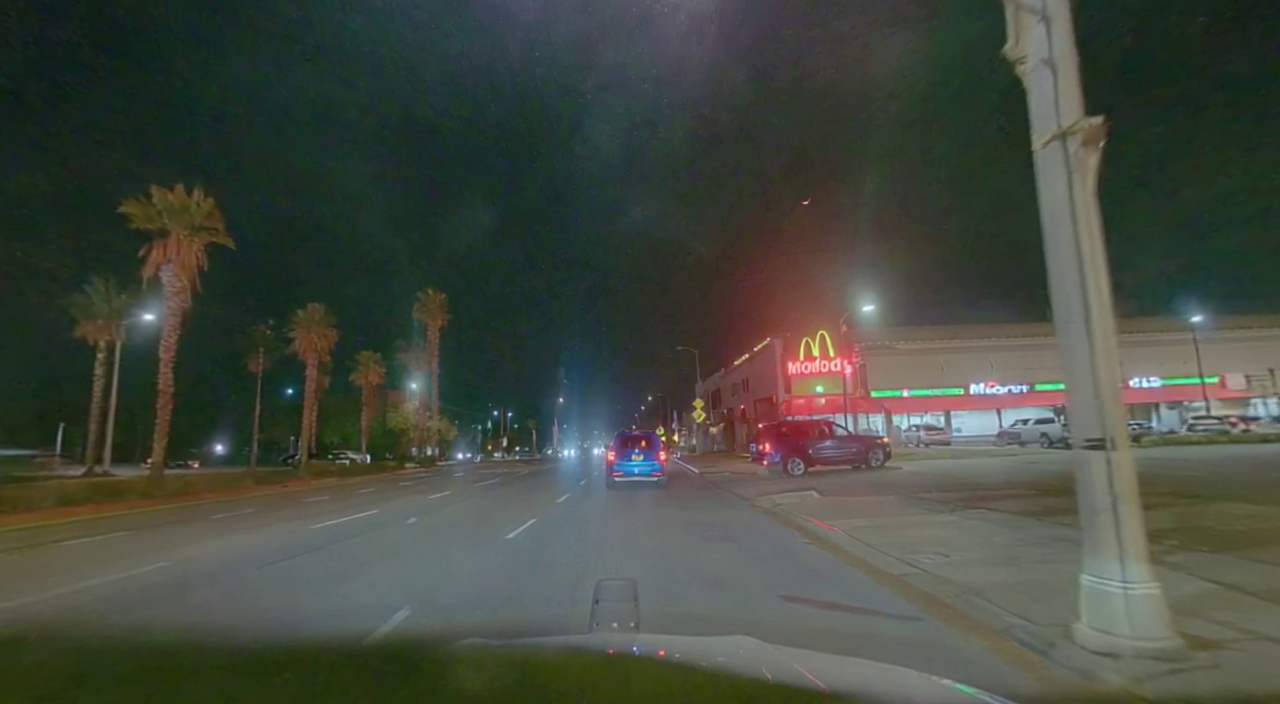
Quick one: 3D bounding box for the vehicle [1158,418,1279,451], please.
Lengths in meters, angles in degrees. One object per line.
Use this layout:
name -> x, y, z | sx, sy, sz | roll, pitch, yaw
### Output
vehicle -> 28.017, 4.002, 30.390 | 1.823, 1.443, 4.305 | 4, -10, -27

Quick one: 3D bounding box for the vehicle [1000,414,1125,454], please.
vehicle -> 19.969, 3.973, 30.269 | 2.080, 1.702, 5.430 | 0, -8, -2

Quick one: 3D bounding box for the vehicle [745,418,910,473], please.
vehicle -> 6.182, 3.167, 21.366 | 4.828, 1.733, 2.231 | 0, -9, -1

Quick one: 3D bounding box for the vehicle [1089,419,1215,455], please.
vehicle -> 24.204, 4.074, 30.041 | 1.867, 1.571, 4.153 | 3, -9, -20

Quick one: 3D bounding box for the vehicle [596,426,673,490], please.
vehicle -> -0.195, 3.349, 20.219 | 2.234, 1.818, 3.869 | 0, -9, -1
